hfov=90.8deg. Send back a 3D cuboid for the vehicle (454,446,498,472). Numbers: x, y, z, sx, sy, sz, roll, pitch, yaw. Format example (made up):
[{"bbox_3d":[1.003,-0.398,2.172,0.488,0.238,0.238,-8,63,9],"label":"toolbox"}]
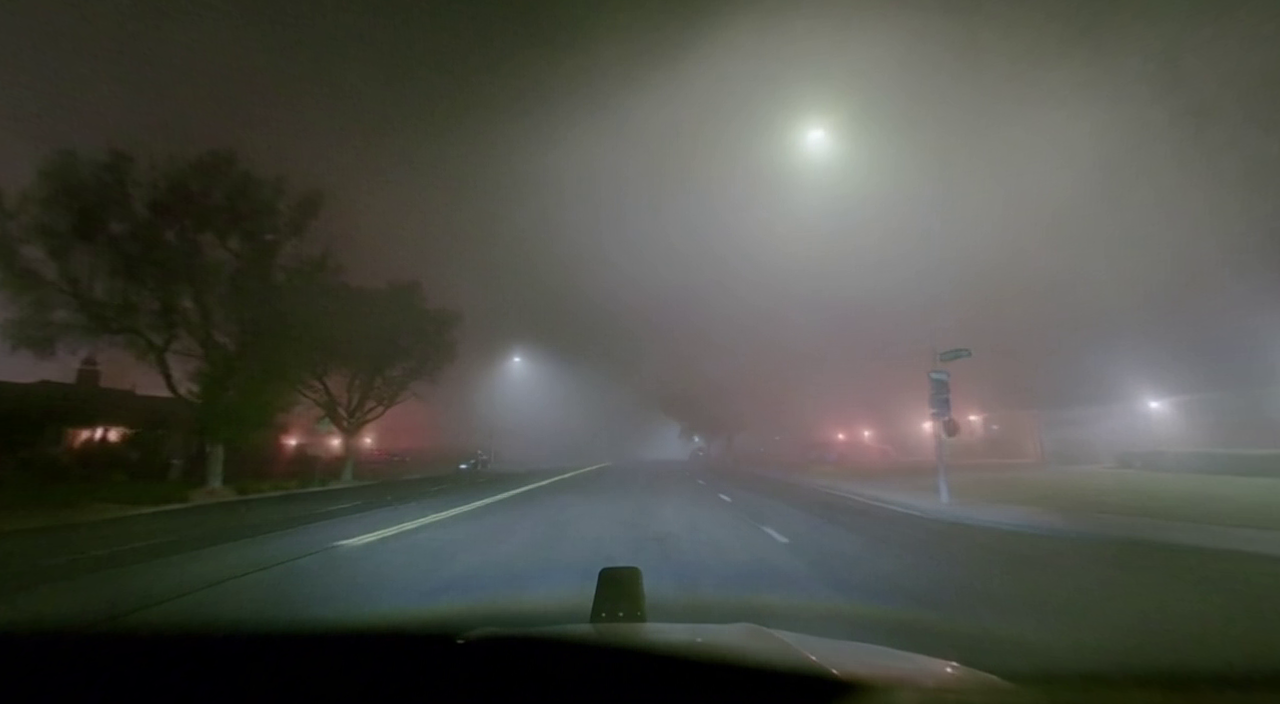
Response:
[{"bbox_3d":[-11.341,7.447,43.933,2.020,1.691,4.308,-1,-10,-2],"label":"vehicle"}]

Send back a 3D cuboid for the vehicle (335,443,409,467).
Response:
[{"bbox_3d":[-21.108,8.112,49.863,4.830,1.857,2.183,-1,-8,2],"label":"vehicle"}]

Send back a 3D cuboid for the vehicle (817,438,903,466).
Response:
[{"bbox_3d":[14.047,6.398,40.571,4.775,1.524,1.983,-3,-9,3],"label":"vehicle"}]
